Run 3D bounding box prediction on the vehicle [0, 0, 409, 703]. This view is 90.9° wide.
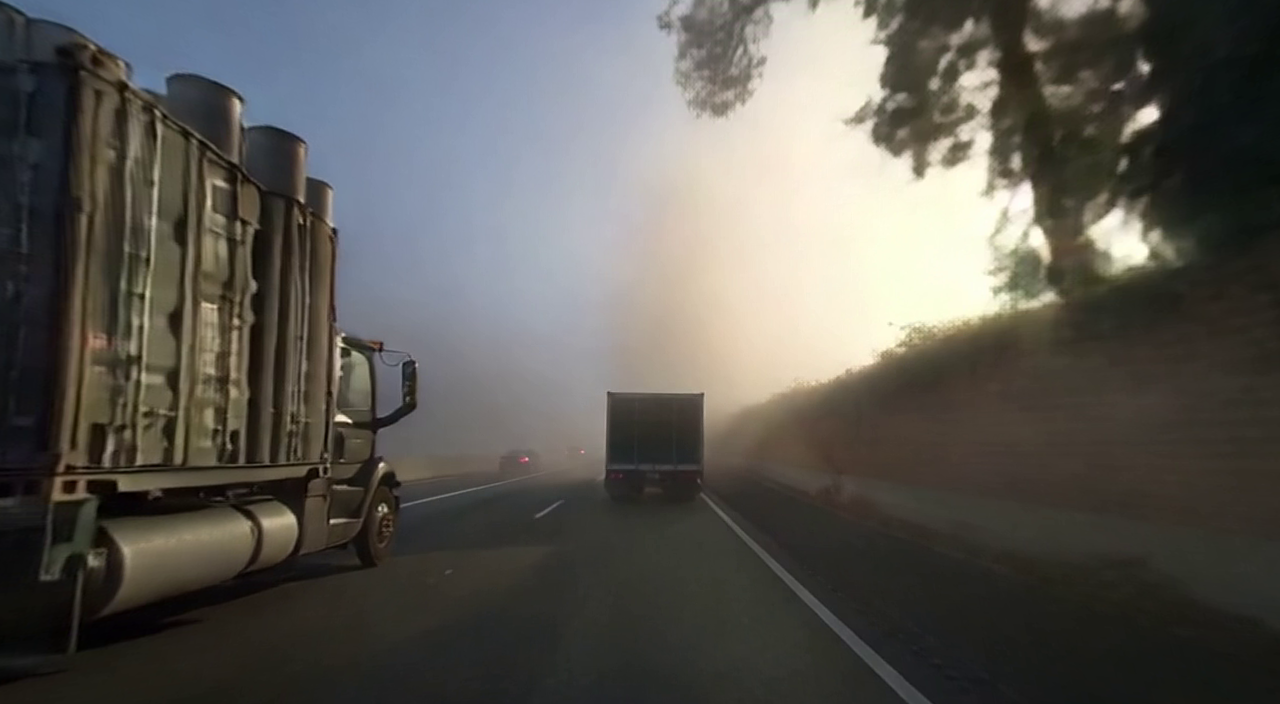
[{"bbox_3d":[-4.143,0.062,3.896,2.998,3.992,5.800,0,-8,2],"label":"vehicle"}]

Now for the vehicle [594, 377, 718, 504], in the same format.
[{"bbox_3d":[0.085,2.757,19.628,2.798,3.071,8.412,1,-8,-6],"label":"vehicle"}]

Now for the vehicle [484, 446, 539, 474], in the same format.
[{"bbox_3d":[-7.203,6.071,35.766,2.006,1.458,4.700,0,-8,2],"label":"vehicle"}]
